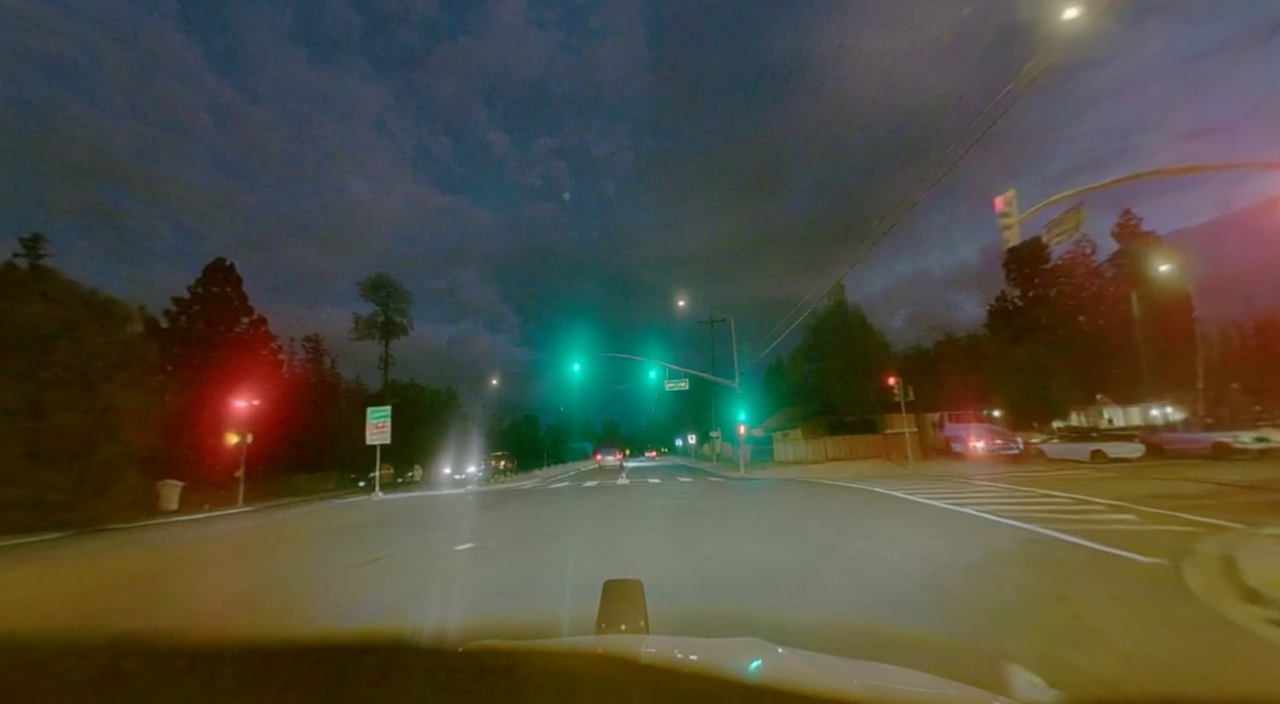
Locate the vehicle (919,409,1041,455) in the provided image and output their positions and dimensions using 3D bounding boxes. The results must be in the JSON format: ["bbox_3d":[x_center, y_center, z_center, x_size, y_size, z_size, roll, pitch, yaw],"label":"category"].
[{"bbox_3d":[16.574,3.956,30.941,4.656,2.065,2.129,-2,-9,2],"label":"vehicle"}]

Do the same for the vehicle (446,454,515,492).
[{"bbox_3d":[-7.541,5.737,30.284,2.122,1.602,4.369,-1,-9,1],"label":"vehicle"}]

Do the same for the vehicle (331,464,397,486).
[{"bbox_3d":[-19.455,8.647,44.506,3.819,1.403,1.812,-1,-9,-1],"label":"vehicle"}]

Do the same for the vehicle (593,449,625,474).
[{"bbox_3d":[-2.314,8.183,47.411,2.084,1.701,4.734,-1,-9,1],"label":"vehicle"}]

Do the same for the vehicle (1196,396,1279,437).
[{"bbox_3d":[32.079,3.428,32.858,2.062,1.859,4.246,0,-9,-2],"label":"vehicle"}]

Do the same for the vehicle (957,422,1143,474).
[{"bbox_3d":[13.095,3.103,20.325,4.665,1.498,1.866,-1,-9,-3],"label":"vehicle"}]

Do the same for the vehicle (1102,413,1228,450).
[{"bbox_3d":[25.705,3.874,31.121,1.833,1.486,4.890,-4,-5,-3],"label":"vehicle"}]
